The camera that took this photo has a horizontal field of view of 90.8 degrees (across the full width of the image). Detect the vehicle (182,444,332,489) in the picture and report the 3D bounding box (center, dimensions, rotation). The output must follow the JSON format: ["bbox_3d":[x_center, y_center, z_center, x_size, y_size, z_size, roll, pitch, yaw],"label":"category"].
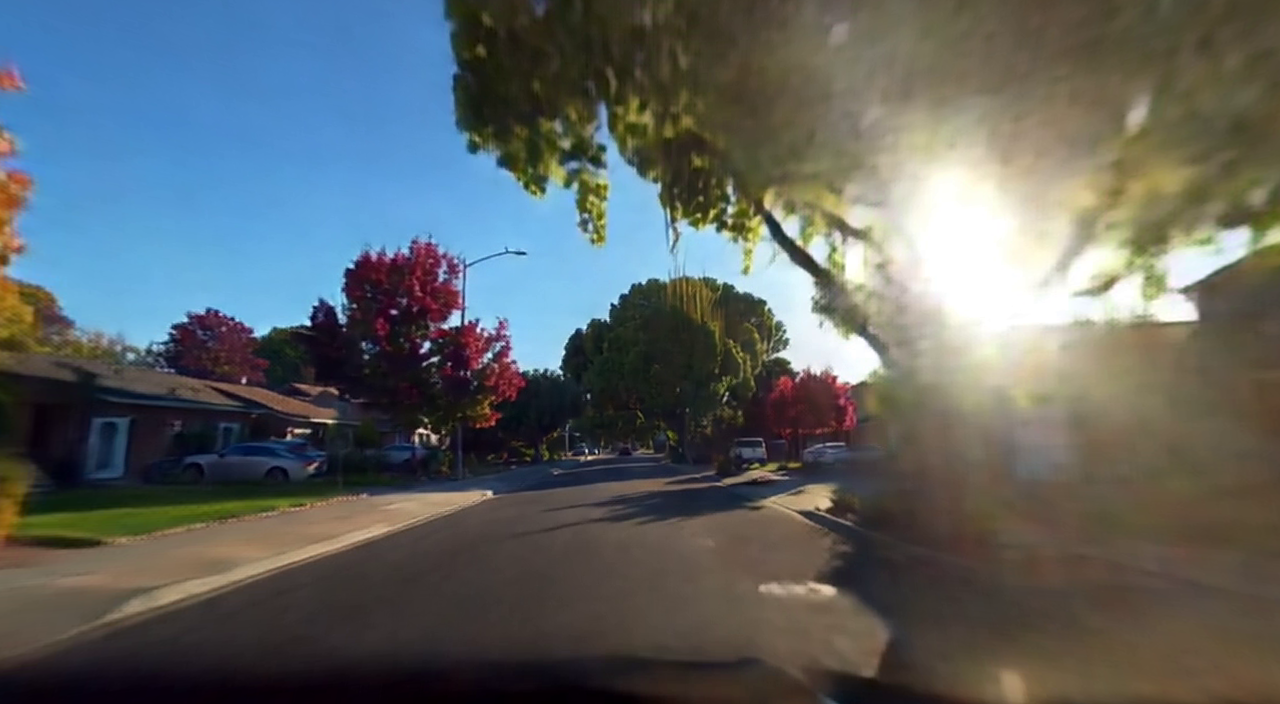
[{"bbox_3d":[-13.810,4.122,23.005,4.190,1.529,1.880,1,-9,-4],"label":"vehicle"}]

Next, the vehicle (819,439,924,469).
[{"bbox_3d":[11.977,5.295,32.916,4.686,1.466,1.869,0,-9,-1],"label":"vehicle"}]

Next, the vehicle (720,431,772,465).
[{"bbox_3d":[6.656,6.099,40.255,2.233,1.923,4.848,-3,-8,-2],"label":"vehicle"}]
